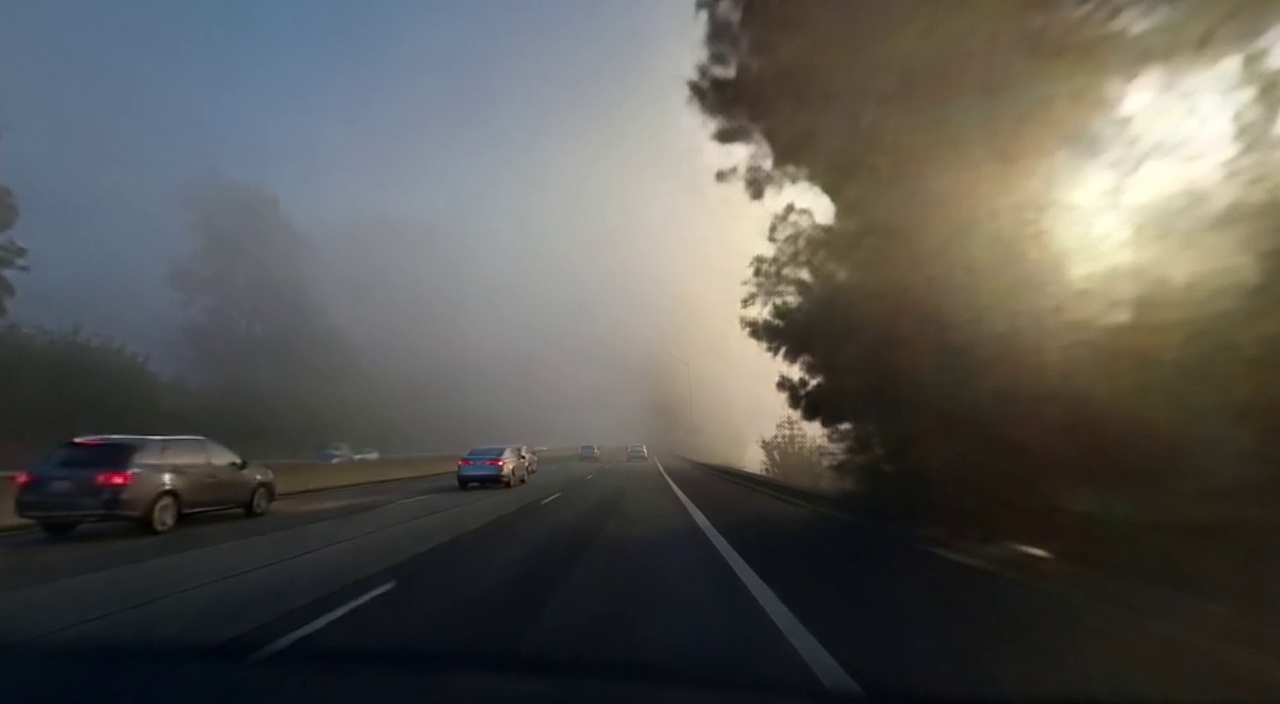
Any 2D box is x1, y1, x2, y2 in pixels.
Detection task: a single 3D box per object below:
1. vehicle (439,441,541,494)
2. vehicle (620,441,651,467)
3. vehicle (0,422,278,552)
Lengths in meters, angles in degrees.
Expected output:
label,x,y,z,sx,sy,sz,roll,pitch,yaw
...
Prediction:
label,x,y,z,sx,sy,sz,roll,pitch,yaw
vehicle,-4.884,3.837,21.374,2.102,1.562,4.884,-1,-9,2
vehicle,-0.316,7.483,46.523,2.179,1.742,4.396,0,-9,0
vehicle,-8.879,2.238,11.182,2.091,1.795,4.617,-1,-9,2
